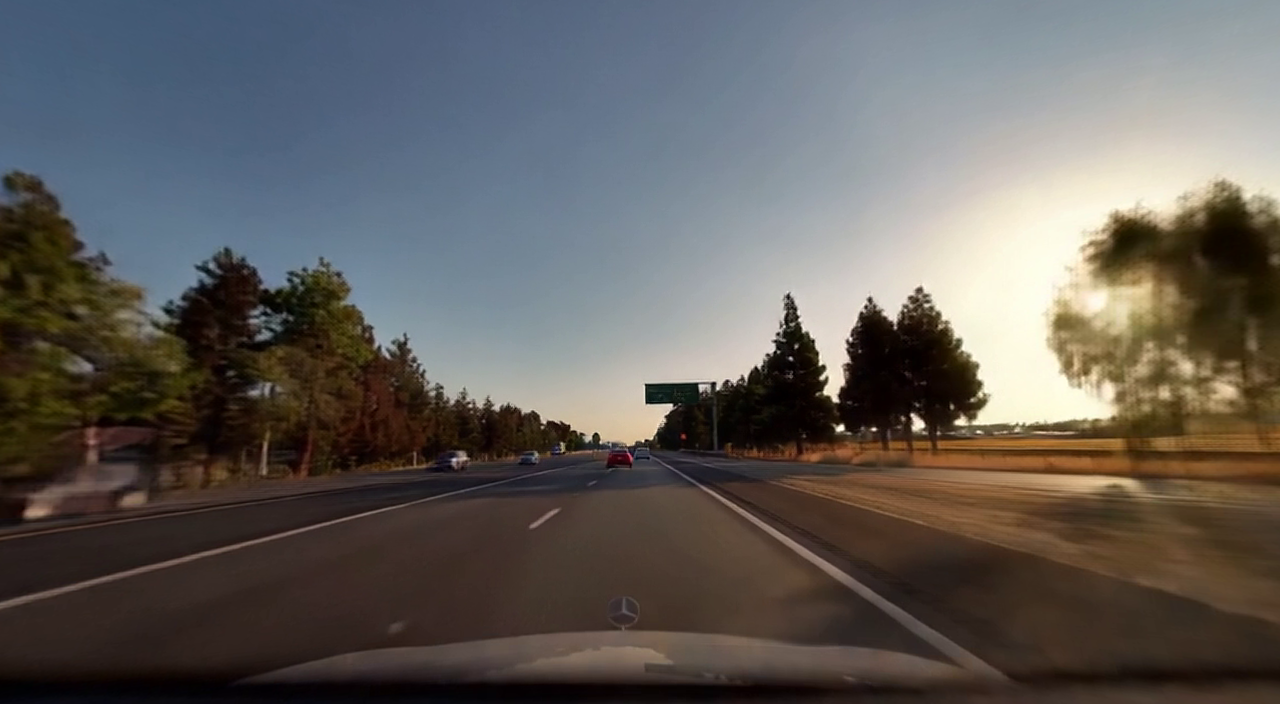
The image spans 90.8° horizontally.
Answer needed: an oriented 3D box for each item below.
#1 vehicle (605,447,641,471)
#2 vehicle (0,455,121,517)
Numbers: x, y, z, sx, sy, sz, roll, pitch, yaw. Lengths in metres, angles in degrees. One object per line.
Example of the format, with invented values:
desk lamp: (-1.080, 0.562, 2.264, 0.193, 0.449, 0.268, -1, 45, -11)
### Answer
vehicle: (-1.061, 6.979, 41.299, 2.170, 1.451, 4.584, 0, -9, 1)
vehicle: (-16.431, 3.448, 16.532, 2.007, 1.444, 4.190, 0, -9, 1)
